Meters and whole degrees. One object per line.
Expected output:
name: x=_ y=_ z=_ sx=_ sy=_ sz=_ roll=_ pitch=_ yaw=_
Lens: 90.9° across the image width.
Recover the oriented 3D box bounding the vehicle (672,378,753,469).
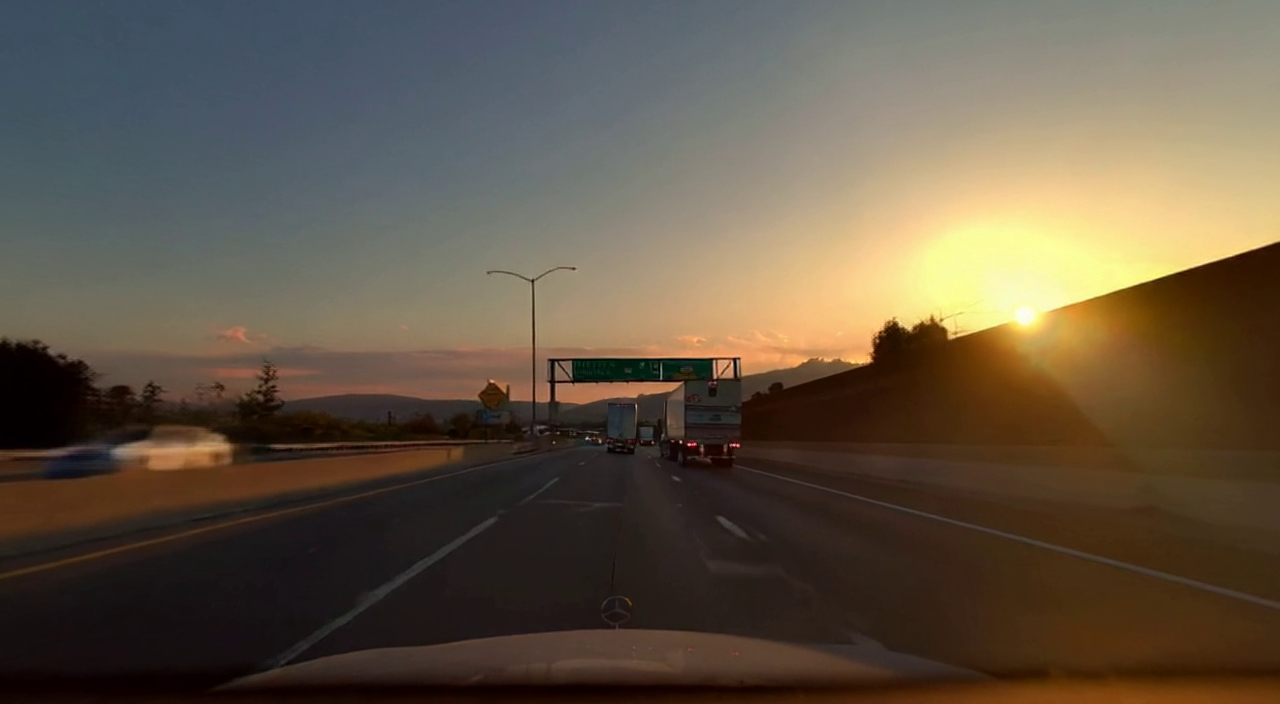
vehicle: x=3.398 y=3.712 z=31.994 sx=2.873 sy=3.998 sz=8.286 roll=0 pitch=-8 yaw=-2

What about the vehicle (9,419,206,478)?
vehicle: x=-16.521 y=3.027 z=20.033 sx=2.059 sy=1.638 sz=4.831 roll=0 pitch=-8 yaw=0
